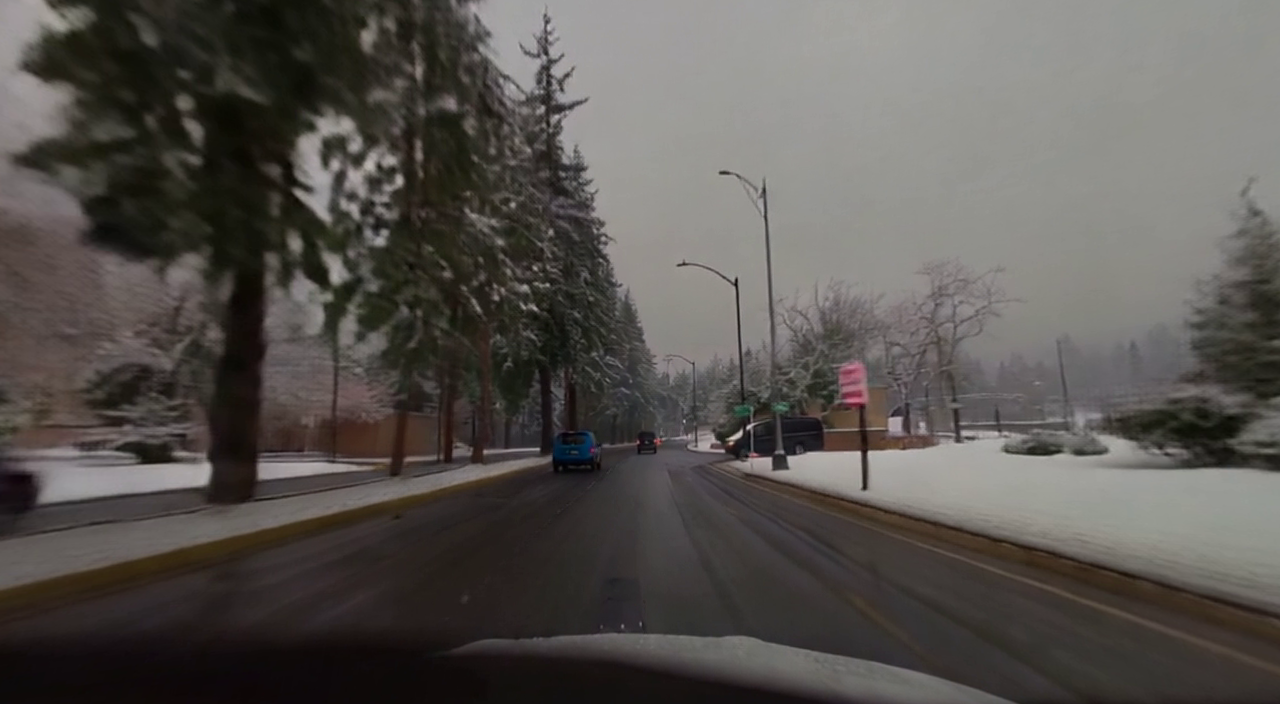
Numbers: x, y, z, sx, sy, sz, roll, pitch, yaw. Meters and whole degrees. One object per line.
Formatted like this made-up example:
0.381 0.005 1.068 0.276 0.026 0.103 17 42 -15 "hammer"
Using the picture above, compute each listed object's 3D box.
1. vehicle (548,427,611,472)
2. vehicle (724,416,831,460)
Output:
-2.674 4.476 28.942 2.281 1.837 4.845 0 -8 1 "vehicle"
9.787 6.177 45.469 7.177 2.935 3.132 0 -7 6 "vehicle"
